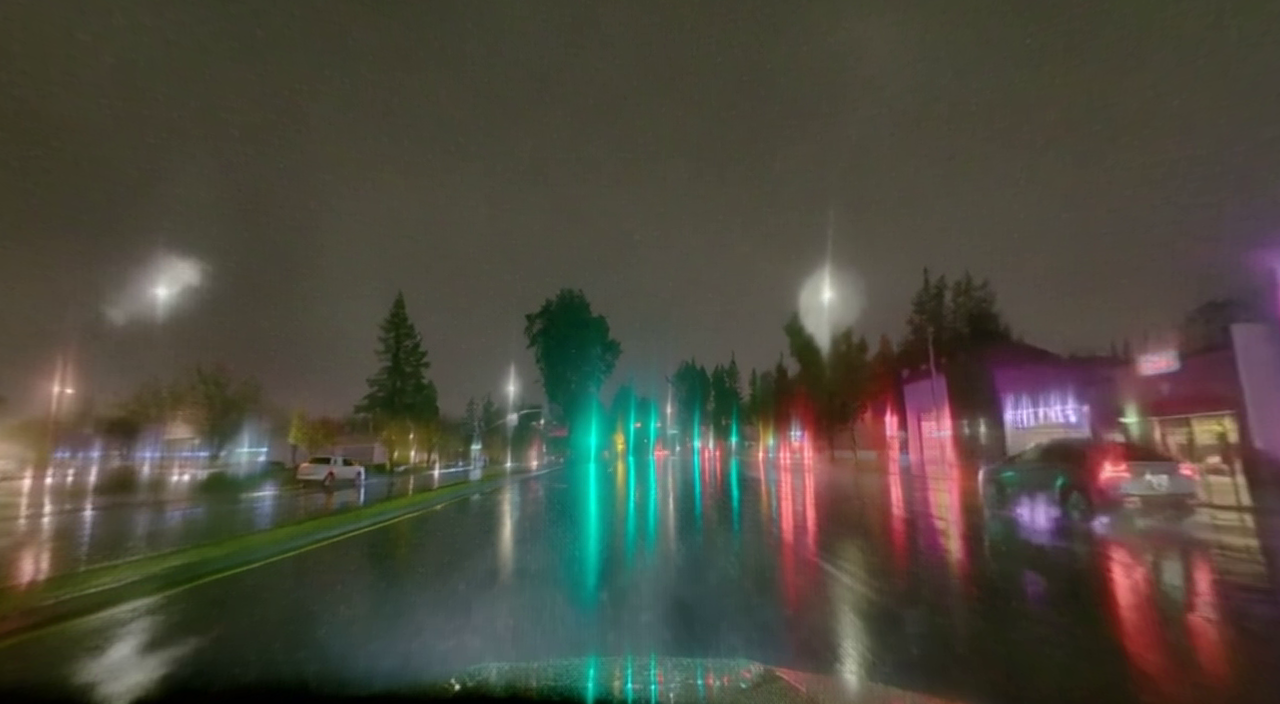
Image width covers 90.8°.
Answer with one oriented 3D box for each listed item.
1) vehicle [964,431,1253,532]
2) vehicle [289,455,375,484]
[{"bbox_3d":[8.023,2.231,11.501,1.936,1.460,4.258,0,-8,-1],"label":"vehicle"},{"bbox_3d":[-17.473,6.622,35.816,4.523,1.494,1.857,-4,-9,25],"label":"vehicle"}]
